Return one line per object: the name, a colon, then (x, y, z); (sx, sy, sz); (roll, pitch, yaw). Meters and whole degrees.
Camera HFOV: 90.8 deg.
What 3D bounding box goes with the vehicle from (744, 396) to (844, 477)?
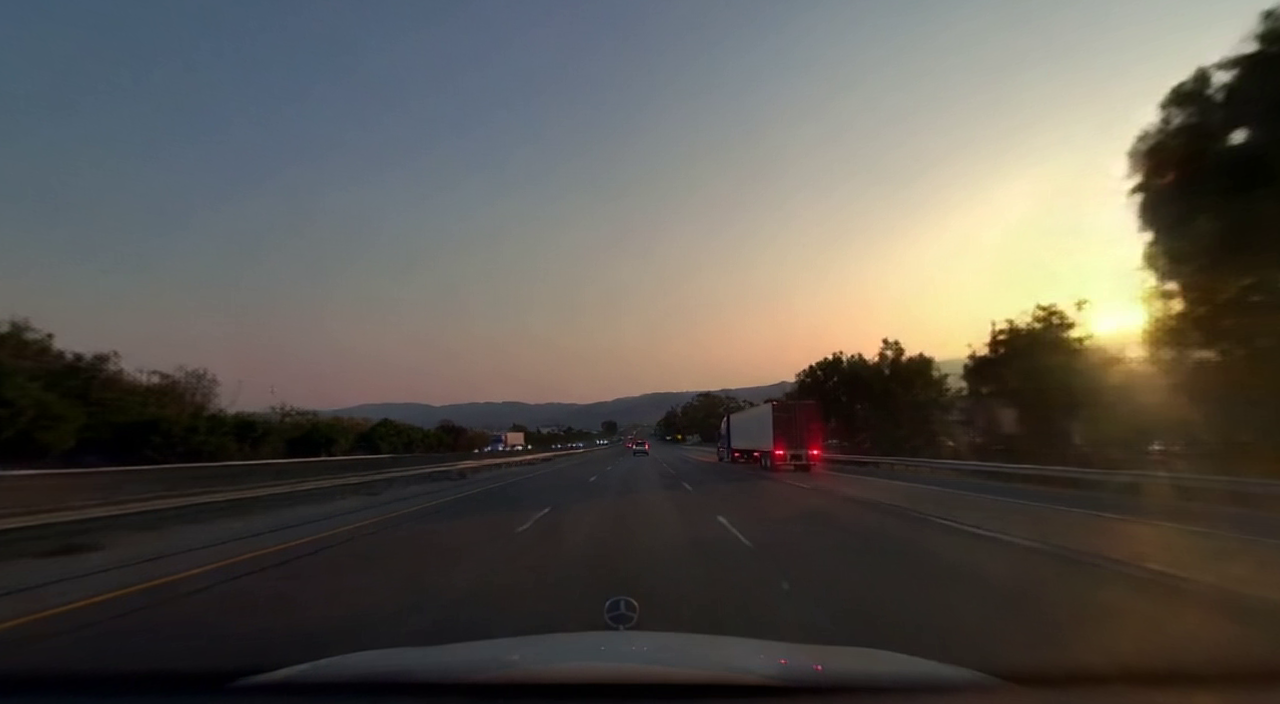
vehicle: (6.831, 3.962, 29.390); (2.793, 3.204, 7.997); (0, -8, 1)
